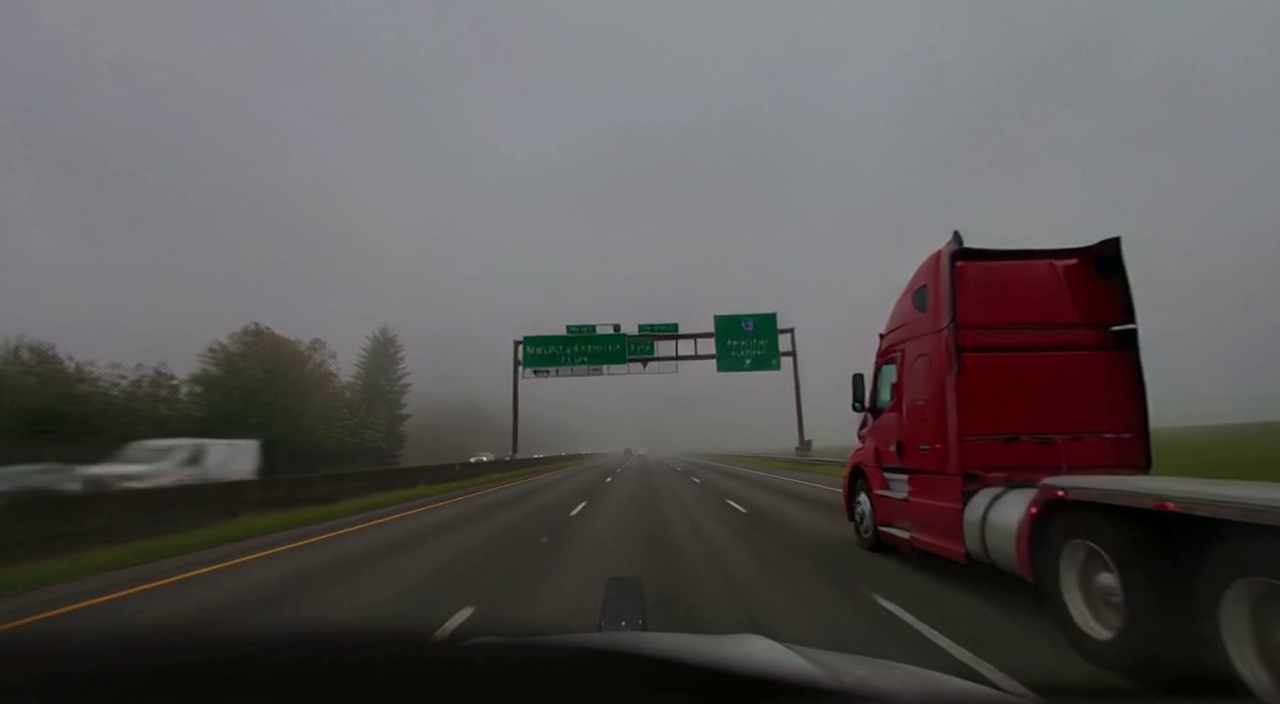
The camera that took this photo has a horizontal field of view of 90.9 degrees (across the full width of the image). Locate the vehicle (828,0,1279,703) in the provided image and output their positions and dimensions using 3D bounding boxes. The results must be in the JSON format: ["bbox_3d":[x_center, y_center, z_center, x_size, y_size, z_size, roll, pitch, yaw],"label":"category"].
[{"bbox_3d":[4.019,0.200,5.114,3.051,3.968,5.943,0,-9,0],"label":"vehicle"}]

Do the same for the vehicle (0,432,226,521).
[{"bbox_3d":[-11.625,2.607,13.729,1.992,1.576,4.708,0,-9,0],"label":"vehicle"}]
